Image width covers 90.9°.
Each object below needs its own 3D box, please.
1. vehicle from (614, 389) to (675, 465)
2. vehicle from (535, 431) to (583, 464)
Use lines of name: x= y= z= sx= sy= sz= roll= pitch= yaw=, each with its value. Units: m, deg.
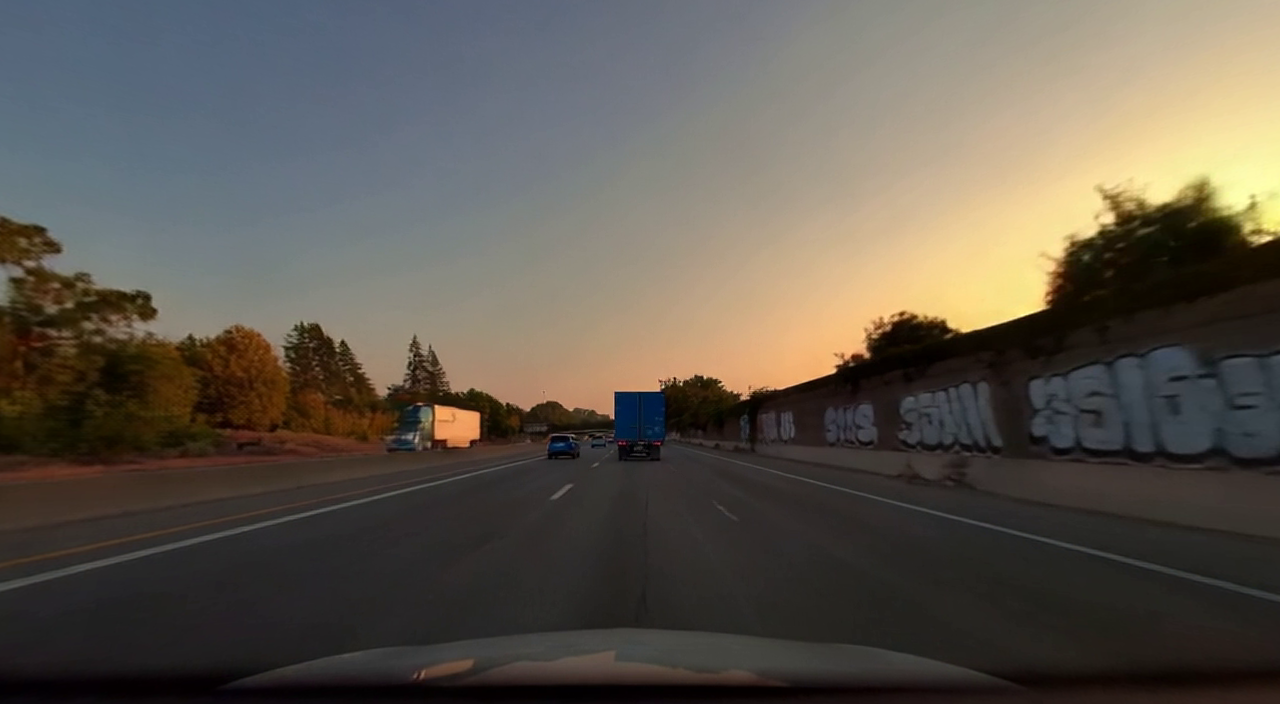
vehicle: x=0.122 y=4.236 z=35.002 sx=2.927 sy=3.649 sz=9.443 roll=0 pitch=-8 yaw=-1
vehicle: x=-4.299 y=5.129 z=34.134 sx=2.058 sy=1.645 sz=4.130 roll=0 pitch=-8 yaw=0
